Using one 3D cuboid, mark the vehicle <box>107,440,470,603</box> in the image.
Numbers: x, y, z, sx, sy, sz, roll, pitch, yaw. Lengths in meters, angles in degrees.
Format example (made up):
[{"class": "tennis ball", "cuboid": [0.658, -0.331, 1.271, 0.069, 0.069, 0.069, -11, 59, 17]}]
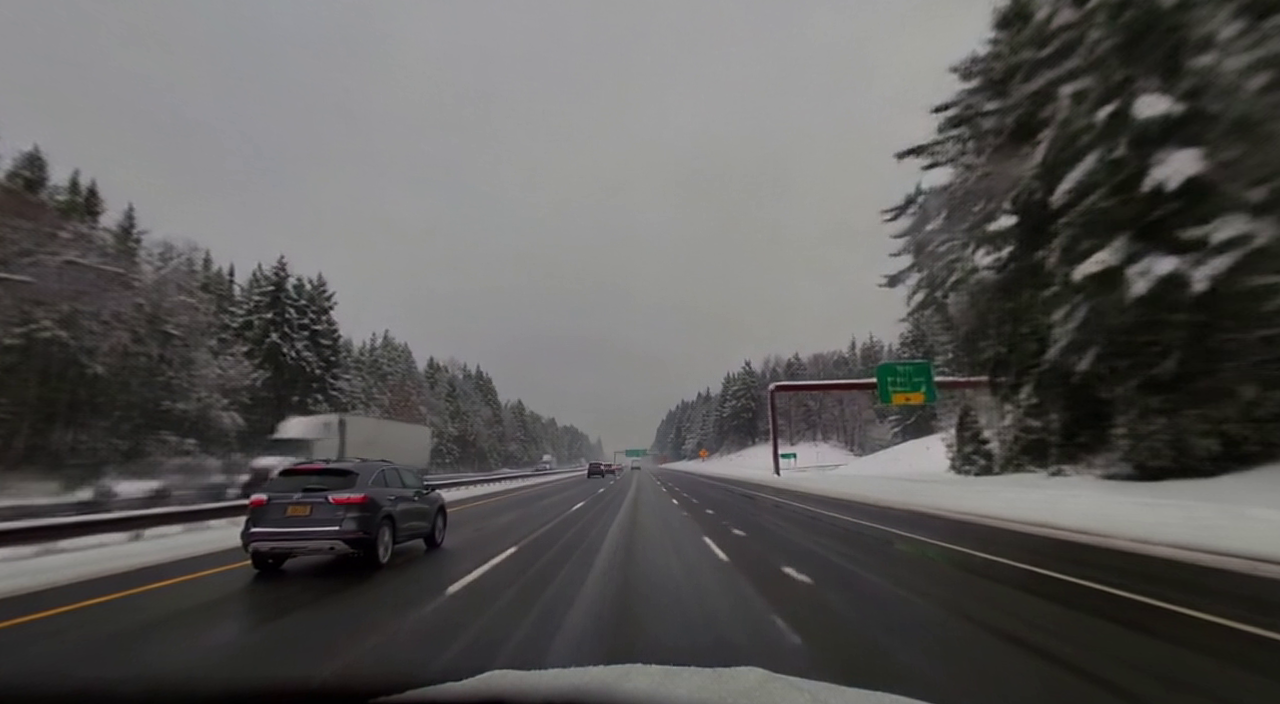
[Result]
[{"class": "vehicle", "cuboid": [-3.806, 1.957, 8.020, 1.998, 1.427, 4.462, 1, -11, 0]}]
